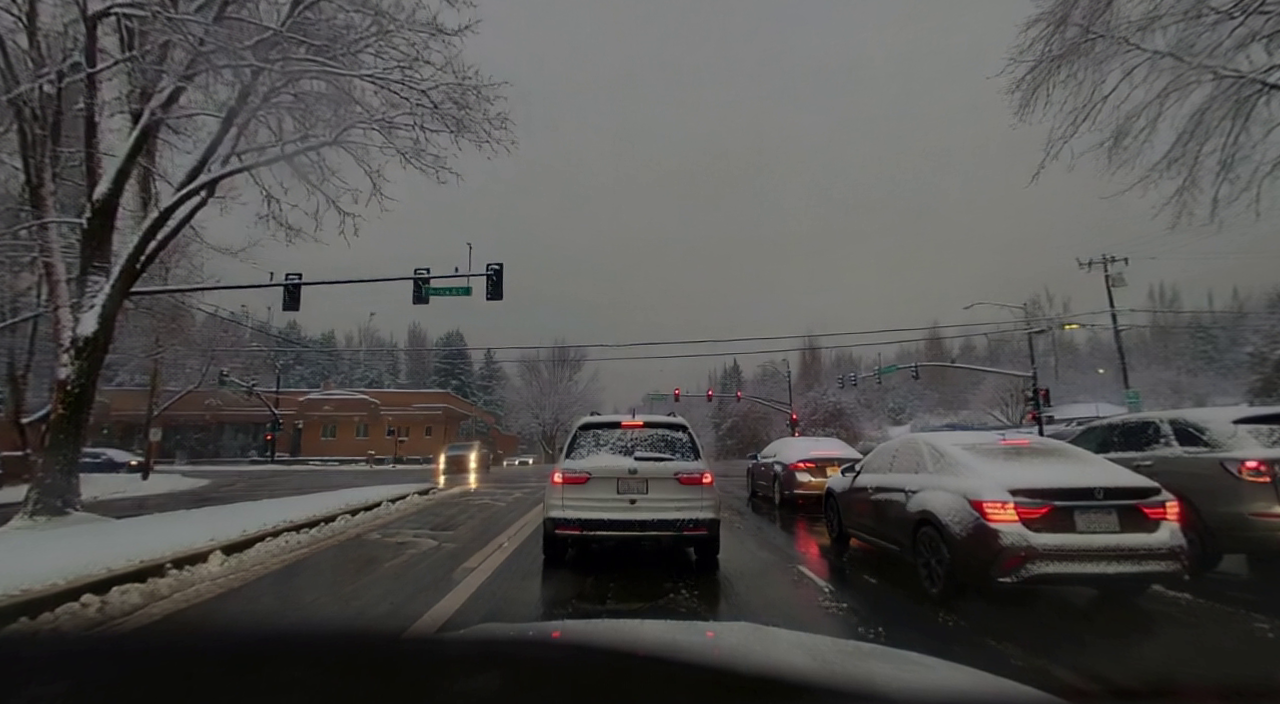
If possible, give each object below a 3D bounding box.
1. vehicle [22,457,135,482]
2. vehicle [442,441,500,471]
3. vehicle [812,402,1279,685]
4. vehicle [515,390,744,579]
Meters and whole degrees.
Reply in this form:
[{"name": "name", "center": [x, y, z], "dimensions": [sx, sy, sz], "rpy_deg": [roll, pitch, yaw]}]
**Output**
[{"name": "vehicle", "center": [-35.078, 7.341, 39.602], "dimensions": [4.845, 1.442, 1.880], "rpy_deg": [2, -9, -12]}, {"name": "vehicle", "center": [-11.126, 6.885, 42.111], "dimensions": [2.204, 1.848, 6.047], "rpy_deg": [0, -9, 0]}, {"name": "vehicle", "center": [3.367, 1.421, 5.974], "dimensions": [2.034, 1.558, 4.774], "rpy_deg": [0, -9, -1]}, {"name": "vehicle", "center": [-0.213, 1.617, 8.433], "dimensions": [2.236, 1.827, 4.316], "rpy_deg": [1, -9, -3]}]
